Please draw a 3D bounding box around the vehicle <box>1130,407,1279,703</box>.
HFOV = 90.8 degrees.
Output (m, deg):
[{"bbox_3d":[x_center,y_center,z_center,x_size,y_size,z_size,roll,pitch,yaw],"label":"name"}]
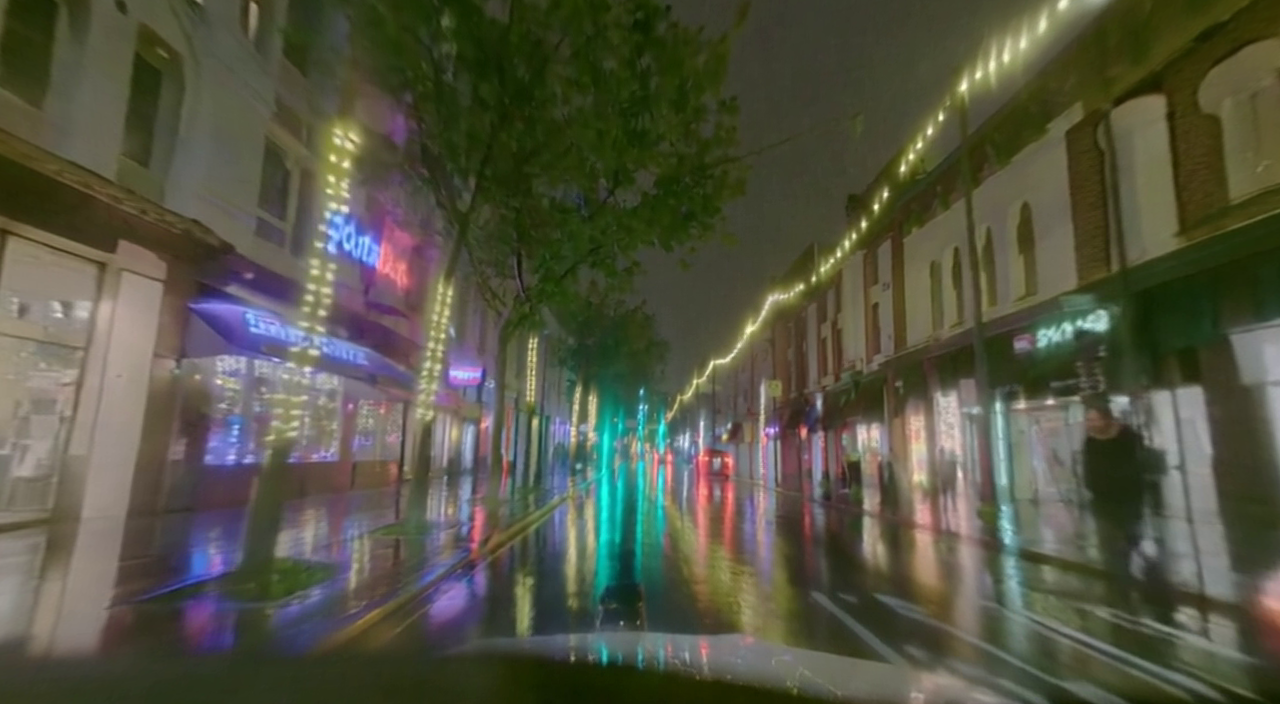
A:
[{"bbox_3d":[3.492,0.773,0.967,1.971,1.559,4.326,0,-9,0],"label":"vehicle"}]
